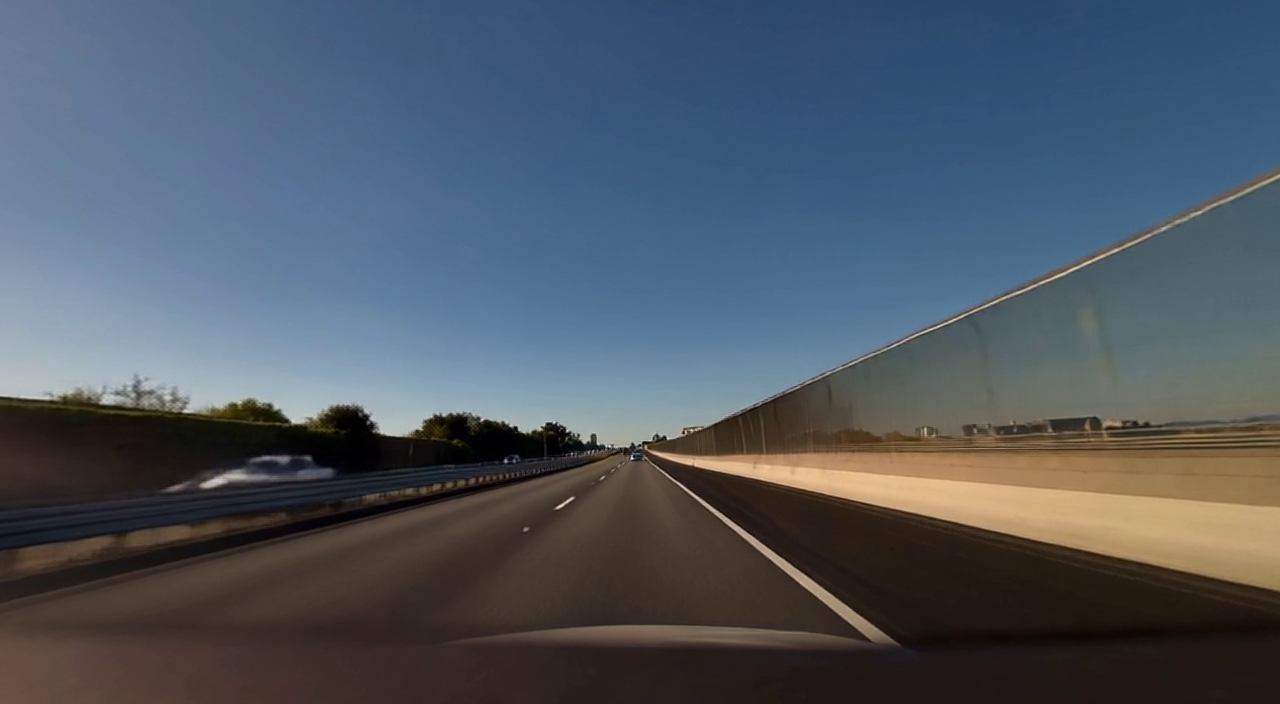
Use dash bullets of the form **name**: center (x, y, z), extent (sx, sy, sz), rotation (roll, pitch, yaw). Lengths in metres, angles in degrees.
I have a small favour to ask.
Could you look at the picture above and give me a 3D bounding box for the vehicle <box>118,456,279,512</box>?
- **vehicle**: center (-13.633, 4.057, 19.827), extent (1.805, 1.488, 4.503), rotation (0, -9, 0)
